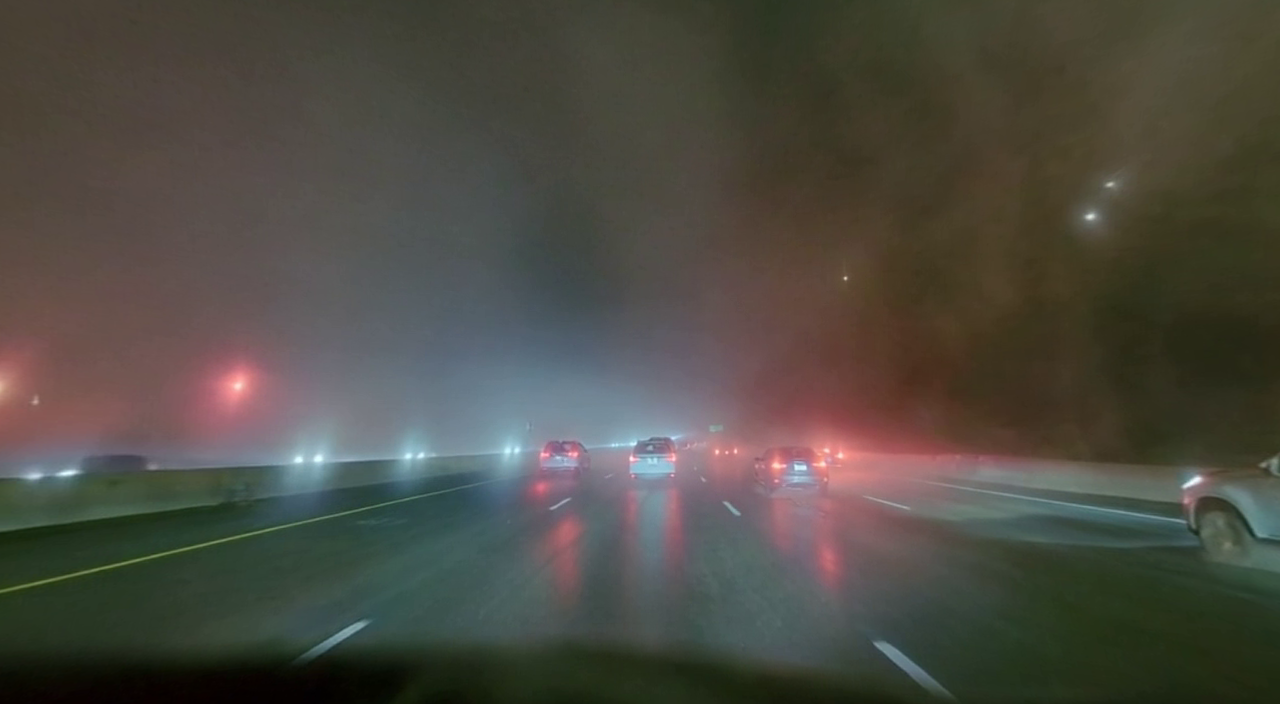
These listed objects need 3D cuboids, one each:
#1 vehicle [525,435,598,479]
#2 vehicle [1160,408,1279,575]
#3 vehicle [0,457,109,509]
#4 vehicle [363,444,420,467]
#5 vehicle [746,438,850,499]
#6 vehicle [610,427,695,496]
[{"bbox_3d":[-3.092,4.294,25.923,2.128,1.627,4.697,0,-9,3],"label":"vehicle"},{"bbox_3d":[7.394,1.247,5.267,2.028,1.657,4.823,0,-9,2],"label":"vehicle"},{"bbox_3d":[-20.733,4.253,20.672,2.130,1.523,4.922,0,-9,3],"label":"vehicle"},{"bbox_3d":[-19.133,7.980,48.784,2.079,1.684,4.734,0,-9,6],"label":"vehicle"},{"bbox_3d":[4.364,3.276,18.136,1.999,1.514,4.338,0,-9,2],"label":"vehicle"},{"bbox_3d":[0.389,3.112,18.195,2.181,1.728,3.970,0,-9,2],"label":"vehicle"}]
